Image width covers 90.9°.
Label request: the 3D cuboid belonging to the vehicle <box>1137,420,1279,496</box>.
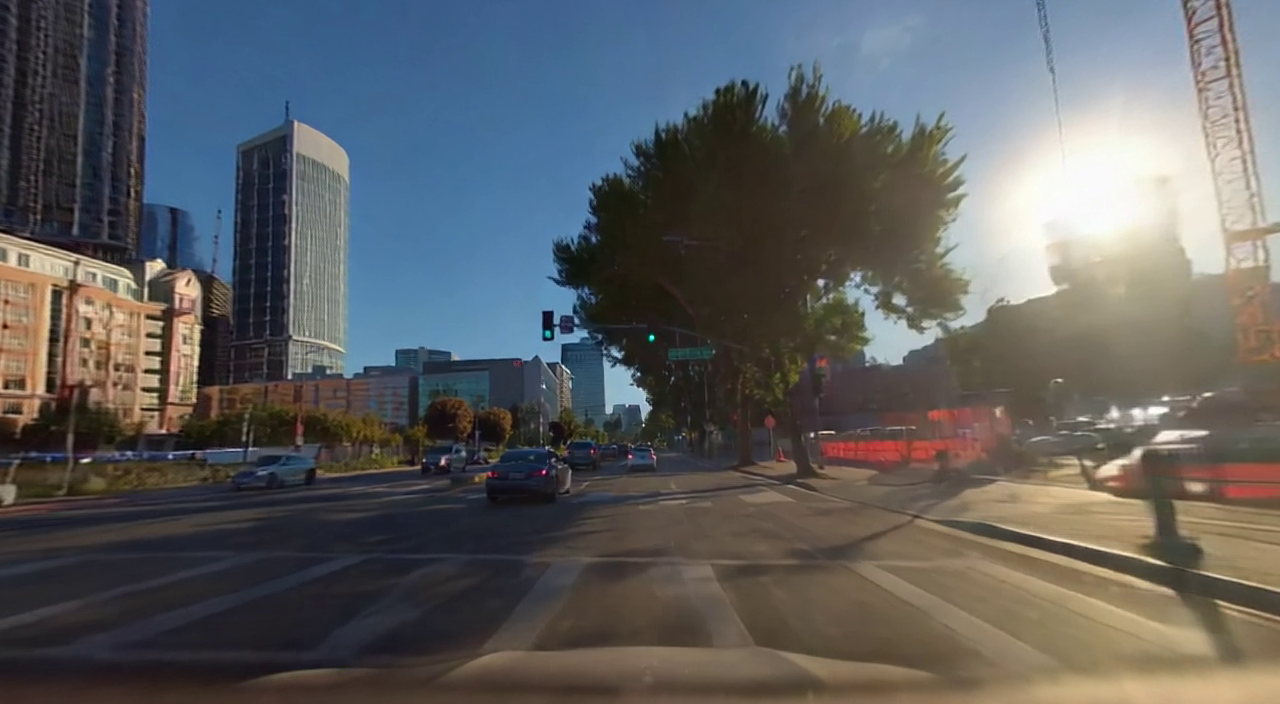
[{"bbox_3d":[12.103,2.126,12.875,3.244,1.374,1.508,3,-9,-22],"label":"vehicle"}]

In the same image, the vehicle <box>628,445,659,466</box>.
[{"bbox_3d":[0.256,7.482,45.876,2.171,1.422,4.146,0,-9,0],"label":"vehicle"}]

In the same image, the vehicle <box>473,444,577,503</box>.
[{"bbox_3d":[-3.015,3.283,17.566,1.959,1.406,4.527,0,-9,1],"label":"vehicle"}]

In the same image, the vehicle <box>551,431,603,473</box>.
[{"bbox_3d":[-3.276,5.334,33.621,2.240,2.054,4.662,0,-9,1],"label":"vehicle"}]

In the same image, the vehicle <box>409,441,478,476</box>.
[{"bbox_3d":[-11.369,6.182,36.946,2.291,1.890,4.998,-1,-9,1],"label":"vehicle"}]

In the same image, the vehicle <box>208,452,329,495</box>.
[{"bbox_3d":[-14.709,4.793,25.349,1.935,1.481,4.702,-1,-9,1],"label":"vehicle"}]

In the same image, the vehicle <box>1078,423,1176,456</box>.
[{"bbox_3d":[27.983,5.058,36.387,4.014,1.681,1.834,-2,-10,22],"label":"vehicle"}]
